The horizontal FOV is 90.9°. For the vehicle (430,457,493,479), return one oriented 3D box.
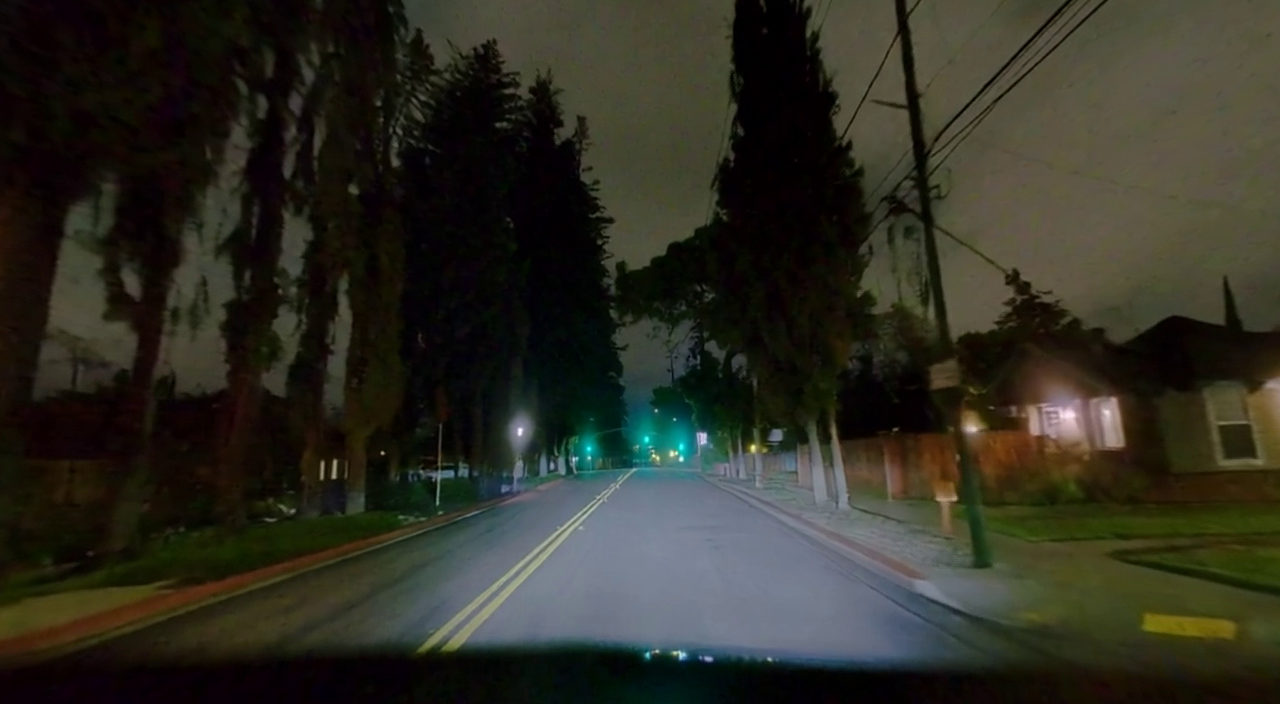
[{"bbox_3d":[-13.970,9.124,49.543,4.402,1.607,1.923,1,-8,-3],"label":"vehicle"}]
